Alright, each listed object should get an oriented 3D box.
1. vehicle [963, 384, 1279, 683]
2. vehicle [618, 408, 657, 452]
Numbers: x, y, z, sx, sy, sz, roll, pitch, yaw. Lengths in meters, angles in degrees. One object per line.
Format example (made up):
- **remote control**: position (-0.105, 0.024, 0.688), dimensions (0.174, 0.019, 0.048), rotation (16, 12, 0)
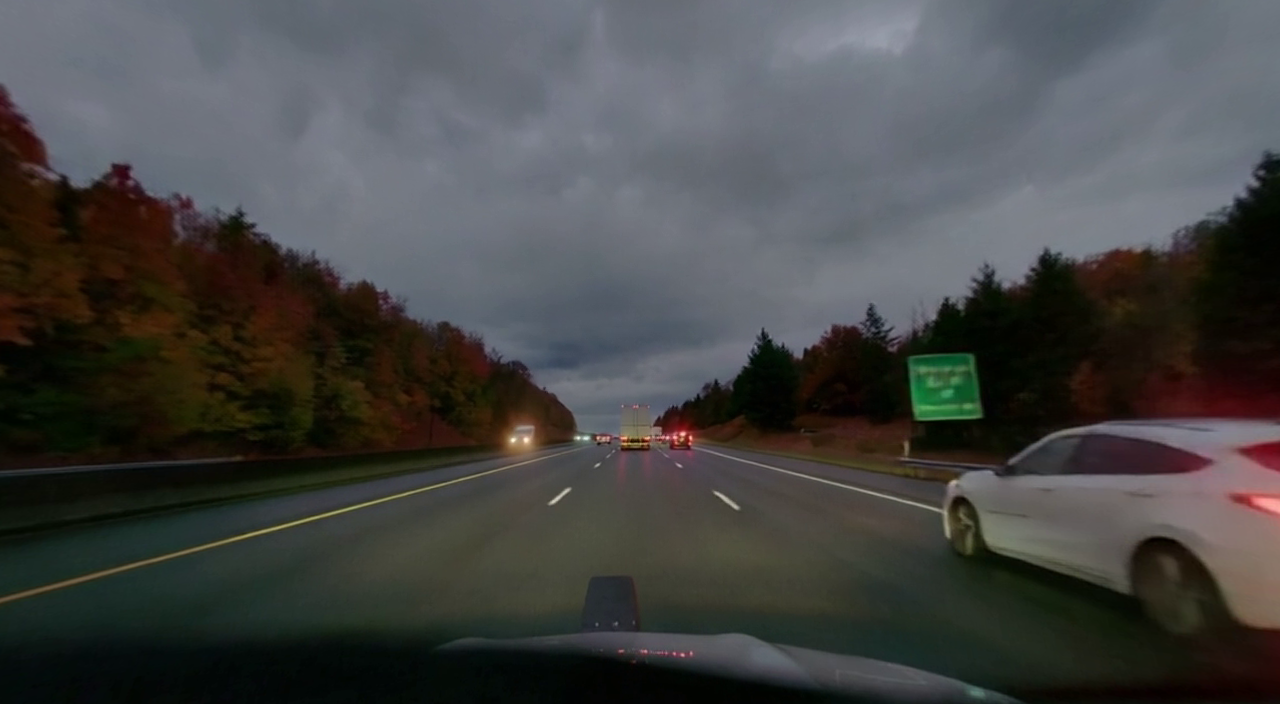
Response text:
- **vehicle**: position (4.139, 1.033, 4.088), dimensions (1.882, 1.492, 3.958), rotation (0, -8, -1)
- **vehicle**: position (-0.250, 5.752, 45.872), dimensions (2.631, 2.957, 6.512), rotation (0, -8, -2)
